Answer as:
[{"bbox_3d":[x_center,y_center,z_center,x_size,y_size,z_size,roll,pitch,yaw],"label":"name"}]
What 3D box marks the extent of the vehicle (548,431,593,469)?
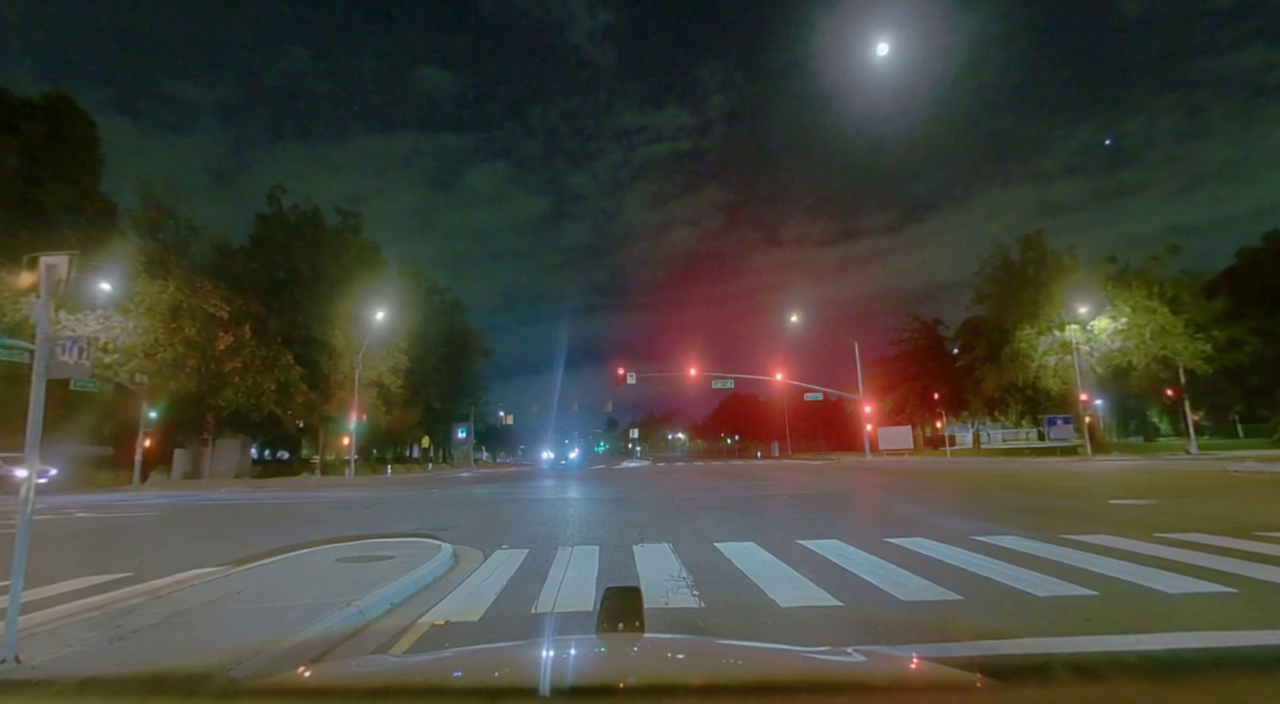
[{"bbox_3d":[-4.601,6.613,42.856,2.465,2.404,5.791,0,-8,-1],"label":"vehicle"}]
